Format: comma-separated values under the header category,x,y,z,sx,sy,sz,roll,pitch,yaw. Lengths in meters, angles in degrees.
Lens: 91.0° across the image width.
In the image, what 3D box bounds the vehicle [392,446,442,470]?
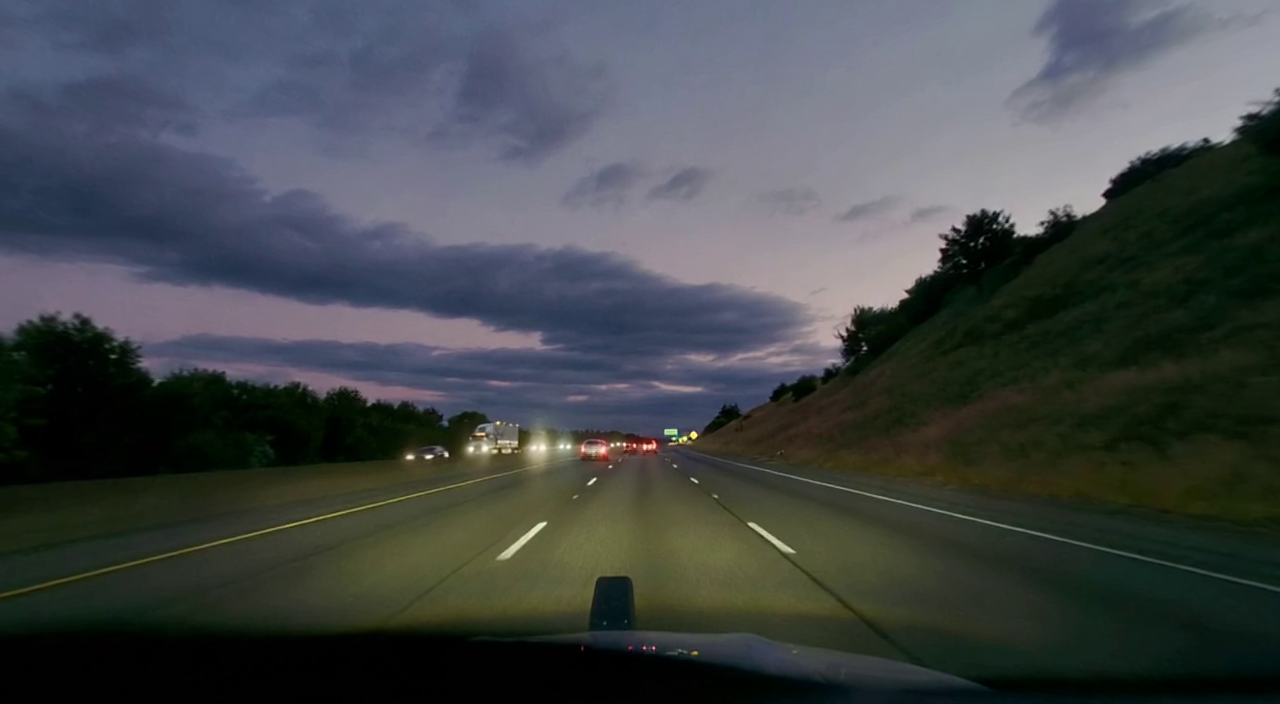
category,x,y,z,sx,sy,sz,roll,pitch,yaw
vehicle,-14.743,6.995,41.793,1.769,1.466,3.996,0,-8,2

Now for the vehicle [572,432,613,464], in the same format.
category,x,y,z,sx,sy,sz,roll,pitch,yaw
vehicle,-3.107,6.403,42.105,2.286,2.011,4.452,0,-8,1
